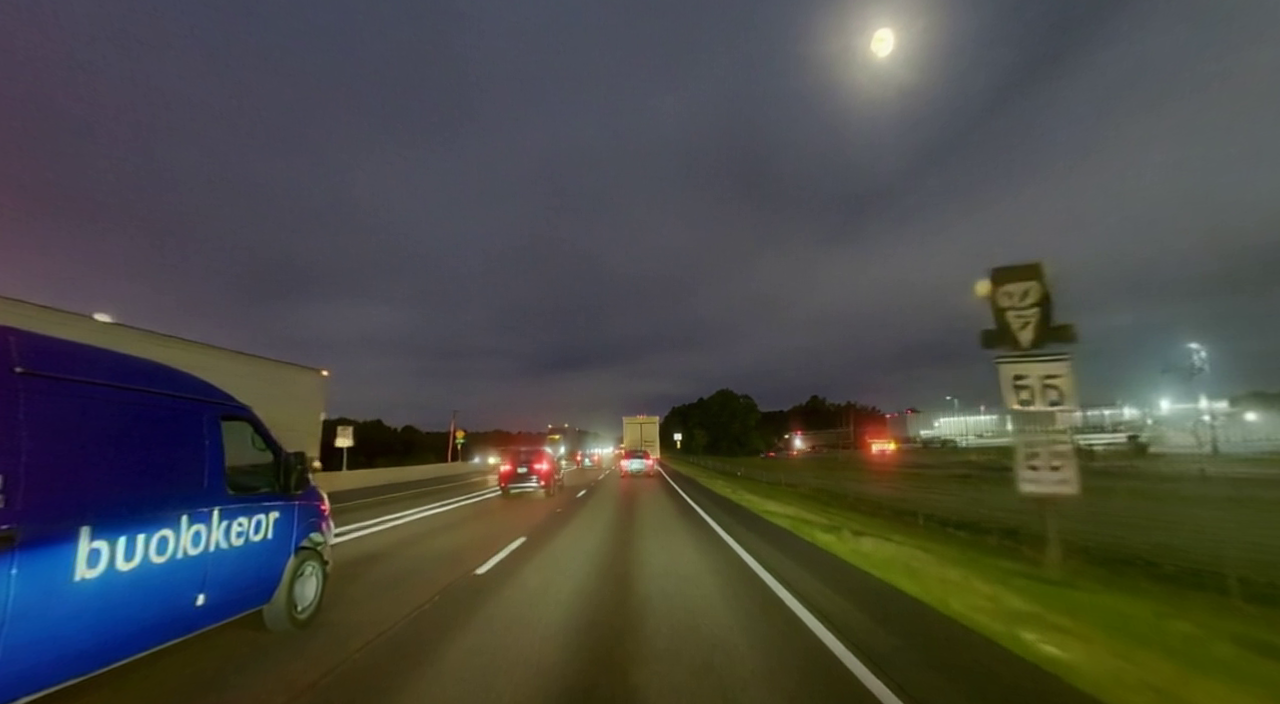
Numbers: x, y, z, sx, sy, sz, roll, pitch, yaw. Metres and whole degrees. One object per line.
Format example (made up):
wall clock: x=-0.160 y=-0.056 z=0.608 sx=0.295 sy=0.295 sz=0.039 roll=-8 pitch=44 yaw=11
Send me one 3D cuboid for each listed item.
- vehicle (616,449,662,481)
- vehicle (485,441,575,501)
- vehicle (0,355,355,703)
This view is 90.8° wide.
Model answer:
vehicle: x=-0.058 y=5.378 z=30.306 sx=2.095 sy=1.393 sz=3.908 roll=0 pitch=-9 yaw=0
vehicle: x=-3.189 y=3.522 z=19.116 sx=1.937 sy=1.600 sz=4.141 roll=0 pitch=-9 yaw=0
vehicle: x=-3.259 y=0.923 z=2.511 sx=2.117 sy=1.688 sz=4.582 roll=0 pitch=-9 yaw=0
